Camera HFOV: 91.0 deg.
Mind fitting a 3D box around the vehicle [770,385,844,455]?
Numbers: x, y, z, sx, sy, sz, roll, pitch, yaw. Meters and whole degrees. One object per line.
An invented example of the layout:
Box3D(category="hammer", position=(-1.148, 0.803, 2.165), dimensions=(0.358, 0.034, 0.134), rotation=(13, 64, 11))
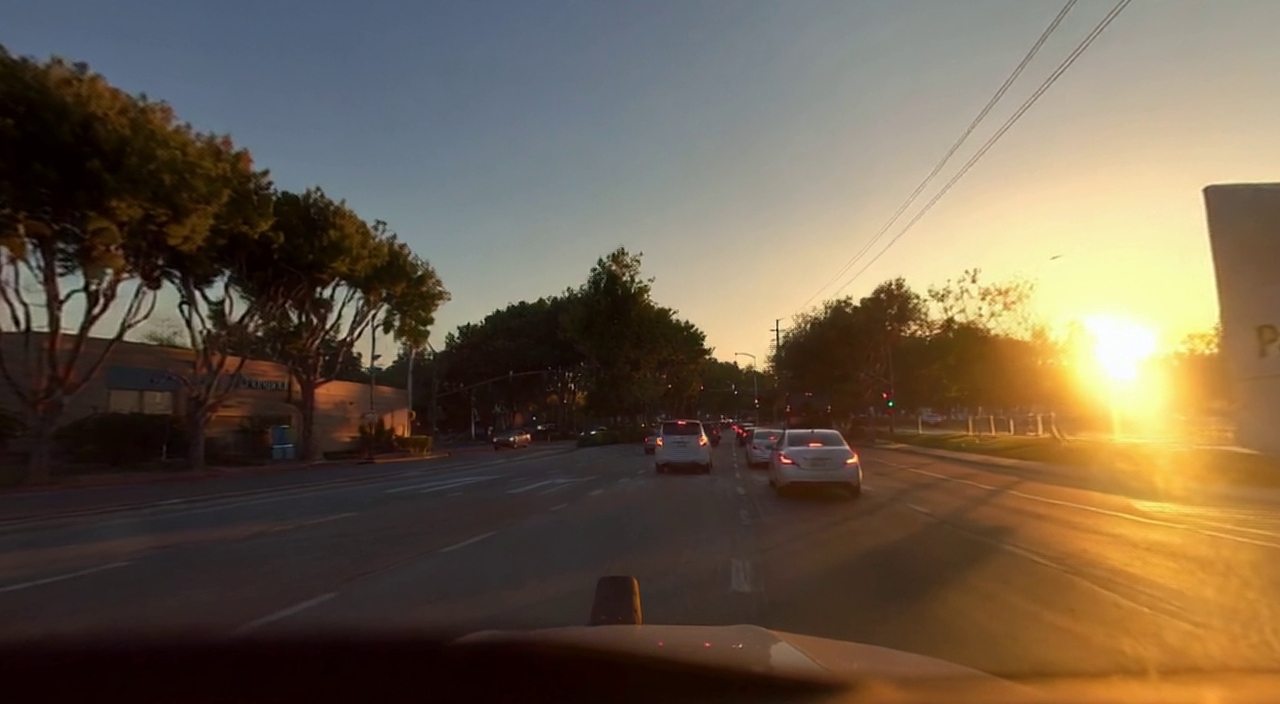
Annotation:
Box3D(category="vehicle", position=(10.307, 4.500, 39.864), dimensions=(2.965, 3.900, 9.064), rotation=(-1, -9, 5))

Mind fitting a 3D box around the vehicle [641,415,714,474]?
Box3D(category="vehicle", position=(1.472, 3.360, 22.745), dimensions=(2.188, 1.892, 4.488), rotation=(-1, -9, 9))

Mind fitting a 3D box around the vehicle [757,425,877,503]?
Box3D(category="vehicle", position=(3.867, 2.533, 14.599), dimensions=(2.109, 1.500, 4.585), rotation=(-1, -9, 9))
